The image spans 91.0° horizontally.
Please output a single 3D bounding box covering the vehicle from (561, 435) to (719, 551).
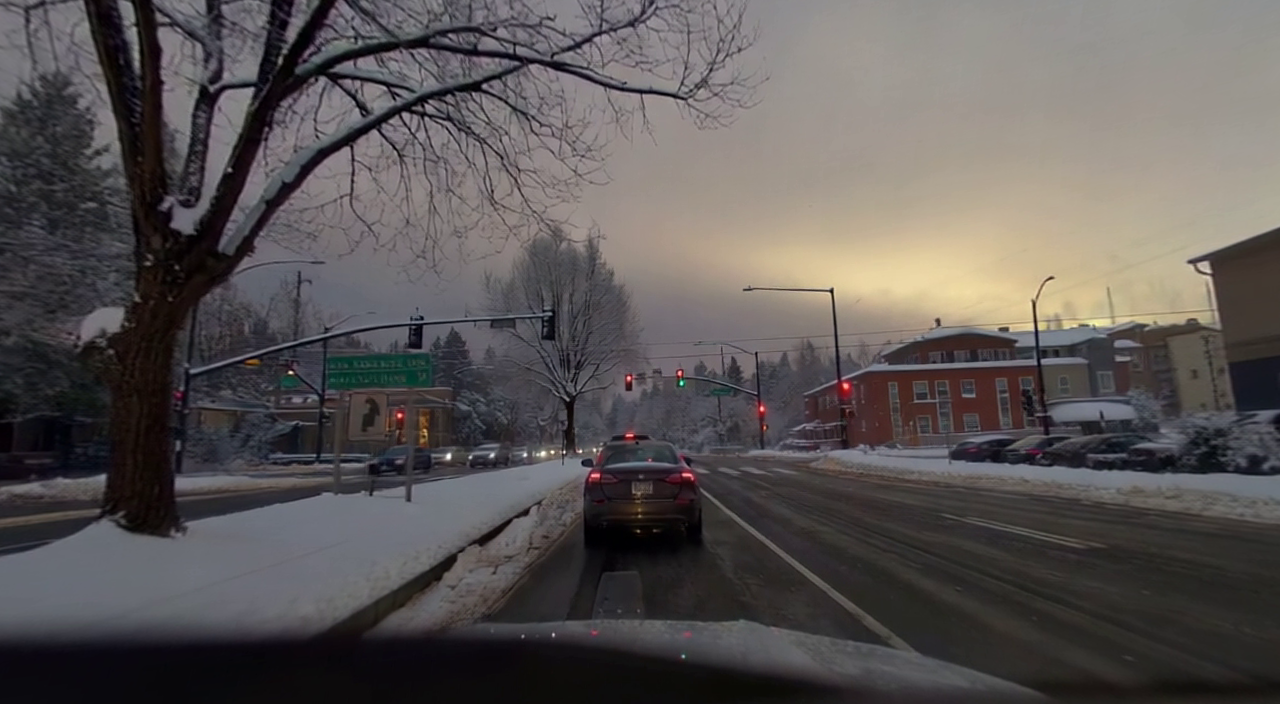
[{"bbox_3d":[-0.107,2.110,10.155,2.010,1.447,4.121,0,-9,-3],"label":"vehicle"}]

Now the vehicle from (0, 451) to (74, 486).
[{"bbox_3d":[-27.408,5.025,27.215,1.773,1.438,4.268,0,-9,2],"label":"vehicle"}]

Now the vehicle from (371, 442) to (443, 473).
[{"bbox_3d":[-12.259,5.574,33.426,2.125,1.495,4.308,0,-9,1],"label":"vehicle"}]

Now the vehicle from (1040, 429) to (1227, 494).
[{"bbox_3d":[13.076,2.919,17.060,1.859,1.525,3.948,0,-9,1],"label":"vehicle"}]

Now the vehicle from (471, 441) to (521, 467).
[{"bbox_3d":[-8.798,6.245,38.759,1.994,1.474,4.411,0,-9,0],"label":"vehicle"}]

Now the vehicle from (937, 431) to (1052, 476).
[{"bbox_3d":[13.068,3.773,23.501,1.887,1.504,3.898,0,-9,-2],"label":"vehicle"}]

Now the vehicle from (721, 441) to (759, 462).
[{"bbox_3d":[6.966,6.991,44.288,1.932,1.439,4.159,0,-9,-1],"label":"vehicle"}]
